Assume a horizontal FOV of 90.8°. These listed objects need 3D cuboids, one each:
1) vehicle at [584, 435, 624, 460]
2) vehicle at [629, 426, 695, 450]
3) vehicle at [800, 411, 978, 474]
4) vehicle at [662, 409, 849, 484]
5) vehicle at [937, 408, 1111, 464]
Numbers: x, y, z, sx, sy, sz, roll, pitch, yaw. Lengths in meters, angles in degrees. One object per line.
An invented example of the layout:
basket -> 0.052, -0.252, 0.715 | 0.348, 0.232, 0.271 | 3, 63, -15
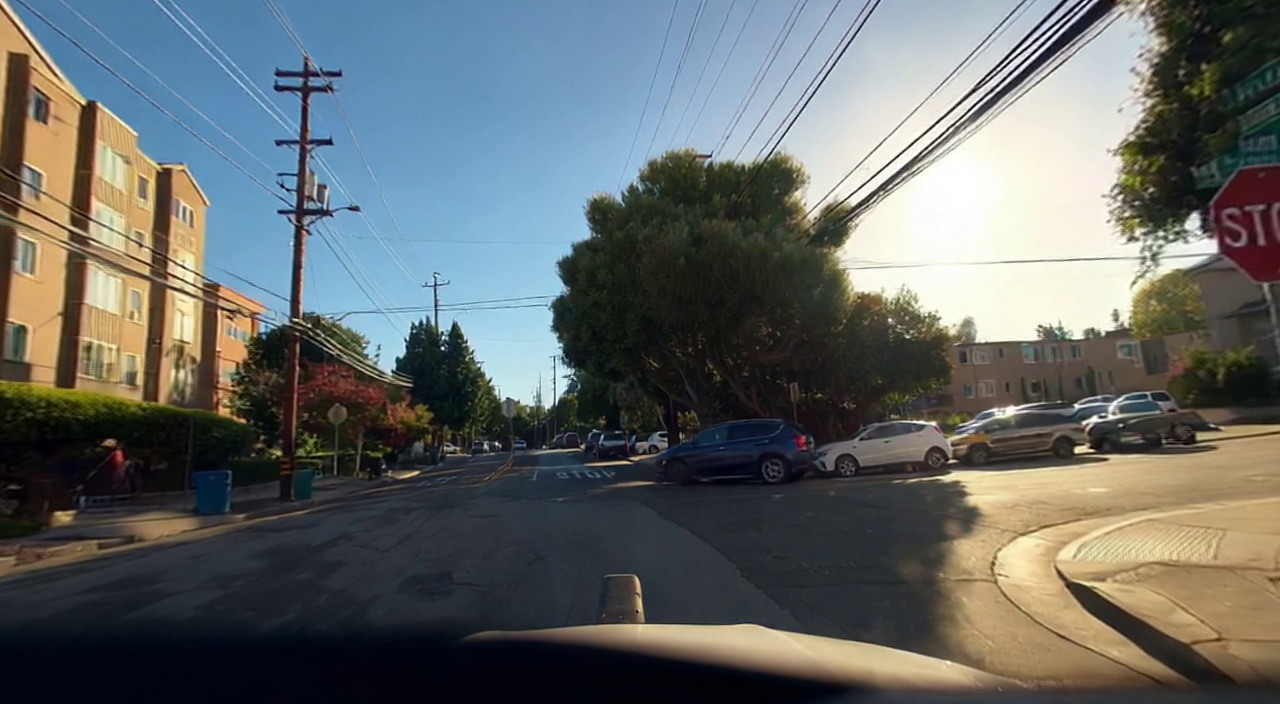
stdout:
vehicle -> -2.300, 5.933, 39.393 | 1.918, 1.475, 4.060 | 2, -9, -12
vehicle -> 1.562, 6.282, 45.920 | 4.424, 1.645, 1.820 | 2, -9, -13
vehicle -> 7.907, 2.917, 20.294 | 4.877, 1.755, 1.918 | 0, -11, -10
vehicle -> 3.249, 2.648, 17.761 | 4.790, 1.872, 2.155 | -4, -9, 22
vehicle -> 12.893, 2.851, 21.326 | 4.830, 1.490, 1.878 | -2, -11, -11
